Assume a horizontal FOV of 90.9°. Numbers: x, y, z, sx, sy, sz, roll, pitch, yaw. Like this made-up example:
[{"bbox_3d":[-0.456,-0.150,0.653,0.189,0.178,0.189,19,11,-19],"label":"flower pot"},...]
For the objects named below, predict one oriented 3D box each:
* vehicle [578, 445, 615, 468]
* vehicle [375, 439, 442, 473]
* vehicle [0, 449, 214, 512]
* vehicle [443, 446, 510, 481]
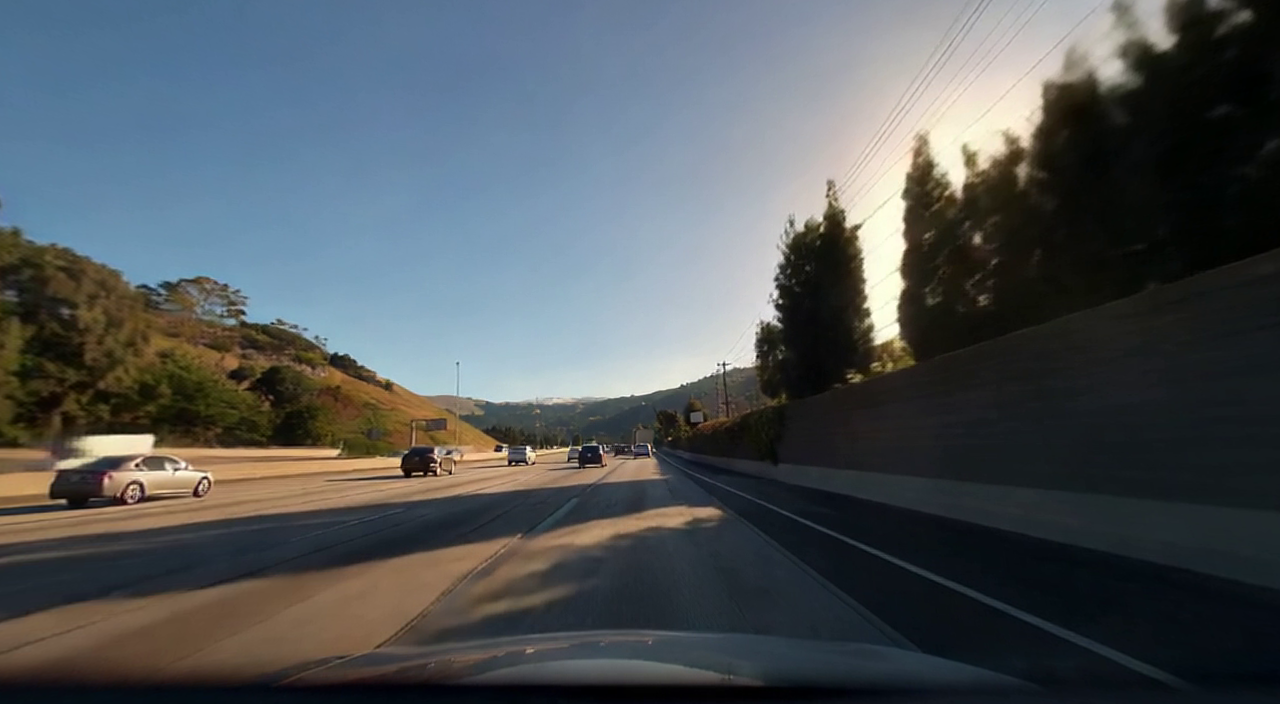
[{"bbox_3d":[-2.792,6.845,41.418,2.064,1.446,4.409,0,-9,1],"label":"vehicle"},{"bbox_3d":[-14.368,6.493,39.462,2.172,1.946,5.017,0,-9,1],"label":"vehicle"},{"bbox_3d":[-14.364,3.403,17.302,1.885,1.474,4.849,0,-9,1],"label":"vehicle"},{"bbox_3d":[-7.401,5.053,28.934,1.899,1.472,4.202,0,-9,1],"label":"vehicle"}]
